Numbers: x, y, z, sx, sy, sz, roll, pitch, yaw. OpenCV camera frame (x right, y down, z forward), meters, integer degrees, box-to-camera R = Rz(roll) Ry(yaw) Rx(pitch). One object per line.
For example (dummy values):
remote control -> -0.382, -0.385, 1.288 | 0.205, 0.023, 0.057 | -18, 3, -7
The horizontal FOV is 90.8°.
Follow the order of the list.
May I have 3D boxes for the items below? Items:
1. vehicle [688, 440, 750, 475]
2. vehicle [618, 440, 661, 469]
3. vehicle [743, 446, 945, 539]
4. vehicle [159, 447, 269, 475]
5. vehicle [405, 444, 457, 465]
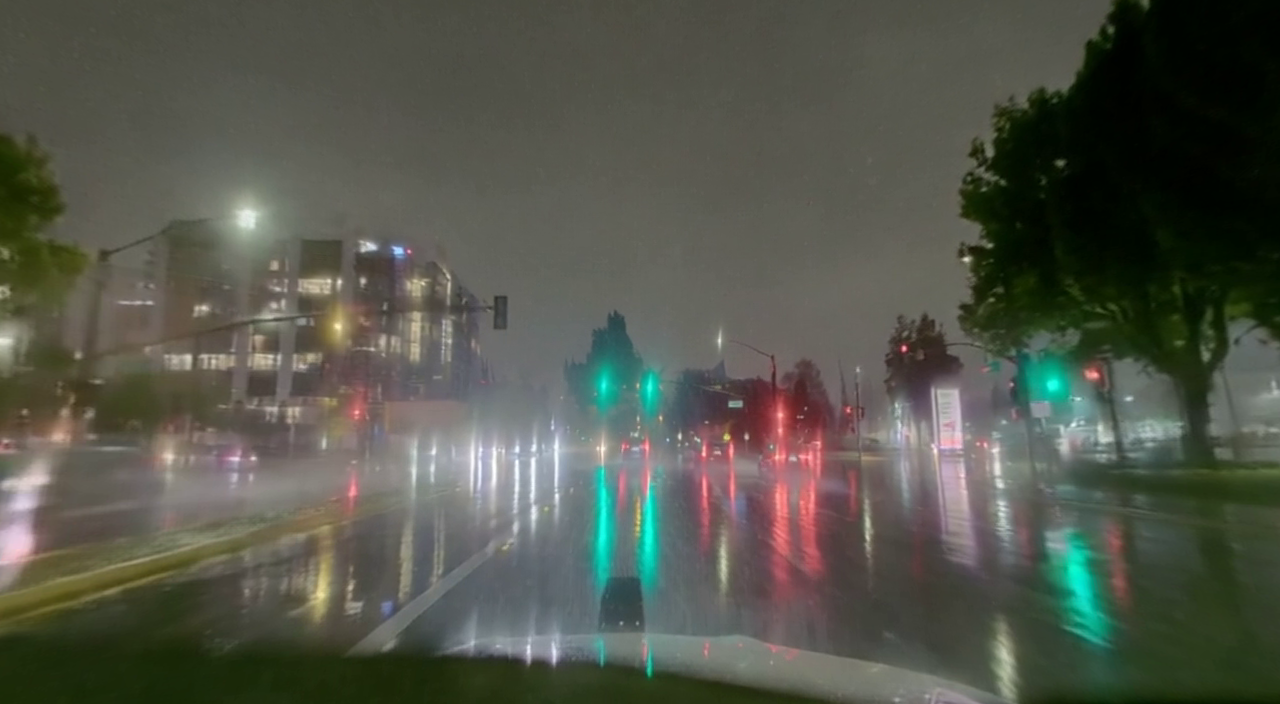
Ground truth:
vehicle -> 3.636, 4.926, 29.849 | 2.226, 1.490, 4.593 | 0, -8, -1
vehicle -> -0.036, 5.487, 34.046 | 2.143, 1.480, 4.006 | 0, -8, 0
vehicle -> 3.306, 2.351, 11.340 | 2.080, 1.321, 4.382 | 0, -8, -1
vehicle -> -23.911, 6.111, 35.592 | 4.751, 1.501, 2.147 | -1, -8, 5
vehicle -> -15.271, 7.477, 46.363 | 2.144, 1.463, 4.701 | 0, -8, 1
